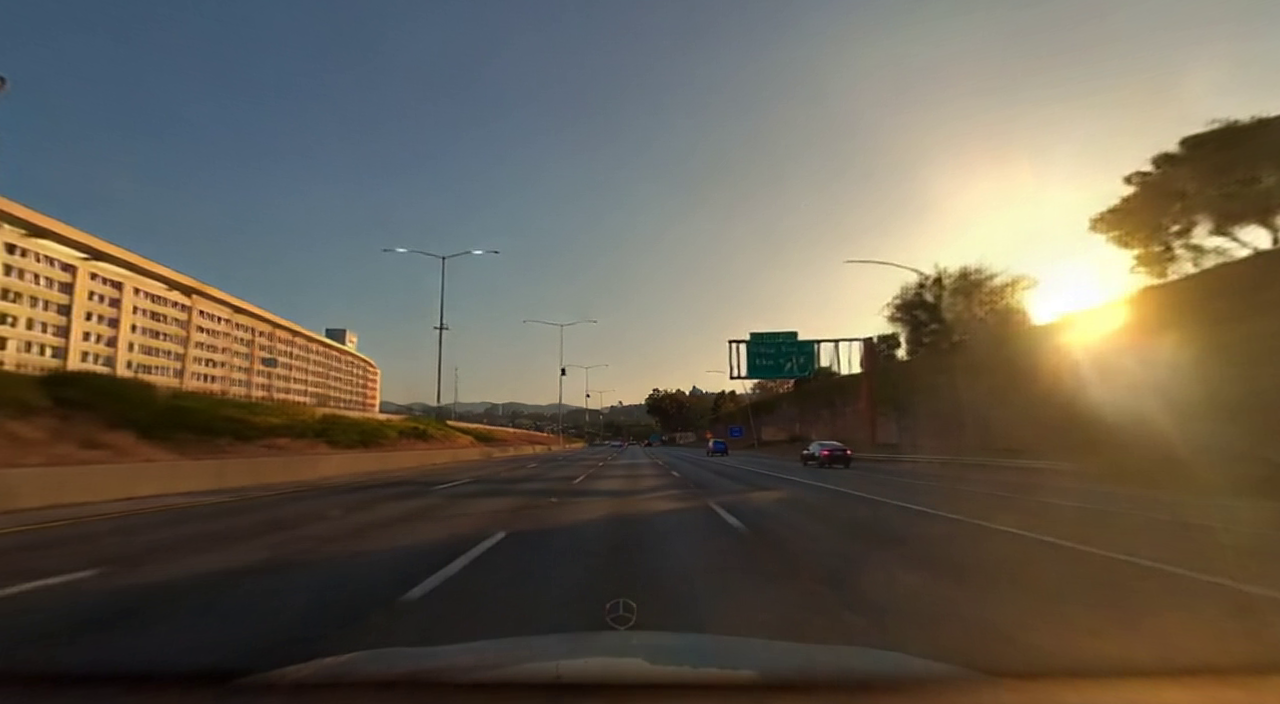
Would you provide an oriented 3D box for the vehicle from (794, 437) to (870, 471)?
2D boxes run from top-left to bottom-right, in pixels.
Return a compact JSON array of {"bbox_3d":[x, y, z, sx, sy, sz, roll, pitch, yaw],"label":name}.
[{"bbox_3d":[10.003,5.343,33.408,2.165,1.636,5.175,0,-8,-3],"label":"vehicle"}]
